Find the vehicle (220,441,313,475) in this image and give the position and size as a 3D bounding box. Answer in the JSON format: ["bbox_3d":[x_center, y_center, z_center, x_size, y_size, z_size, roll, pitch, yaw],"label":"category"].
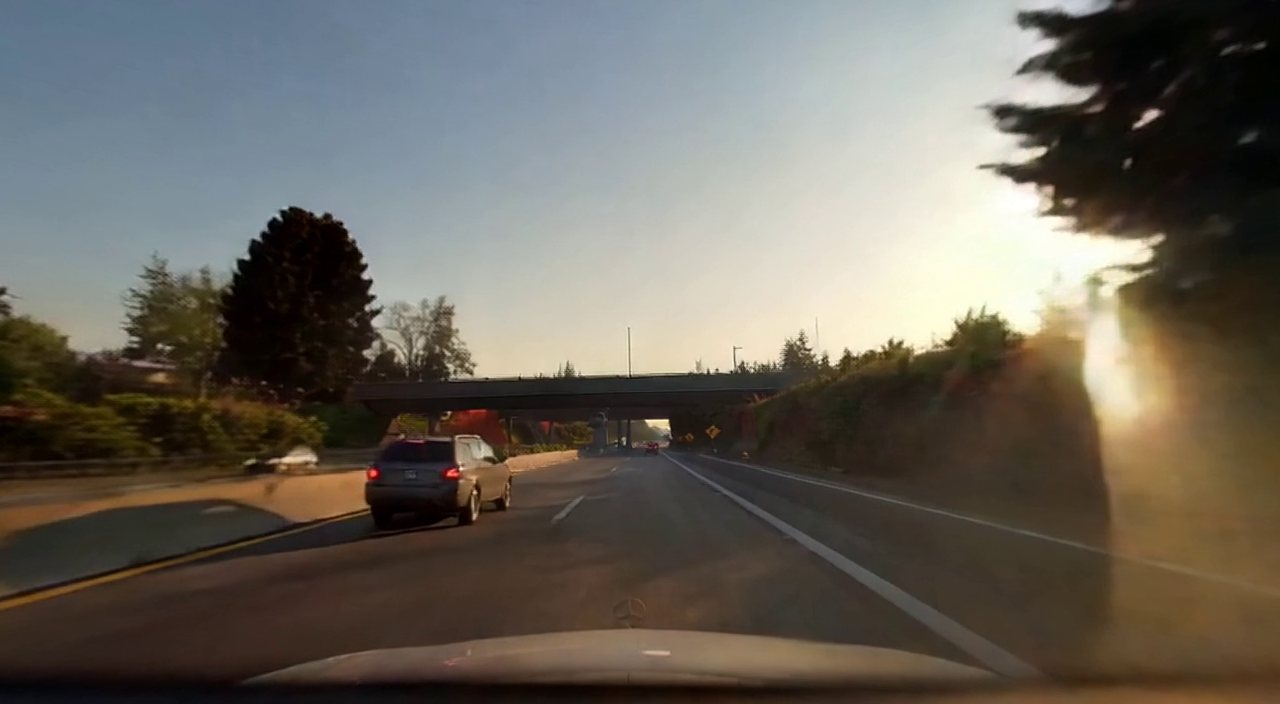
[{"bbox_3d":[-18.459,5.224,31.335,1.895,1.574,4.217,0,-8,3],"label":"vehicle"}]

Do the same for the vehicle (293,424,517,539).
[{"bbox_3d":[-3.585,2.056,10.641,2.051,1.531,4.250,0,-8,1],"label":"vehicle"}]
